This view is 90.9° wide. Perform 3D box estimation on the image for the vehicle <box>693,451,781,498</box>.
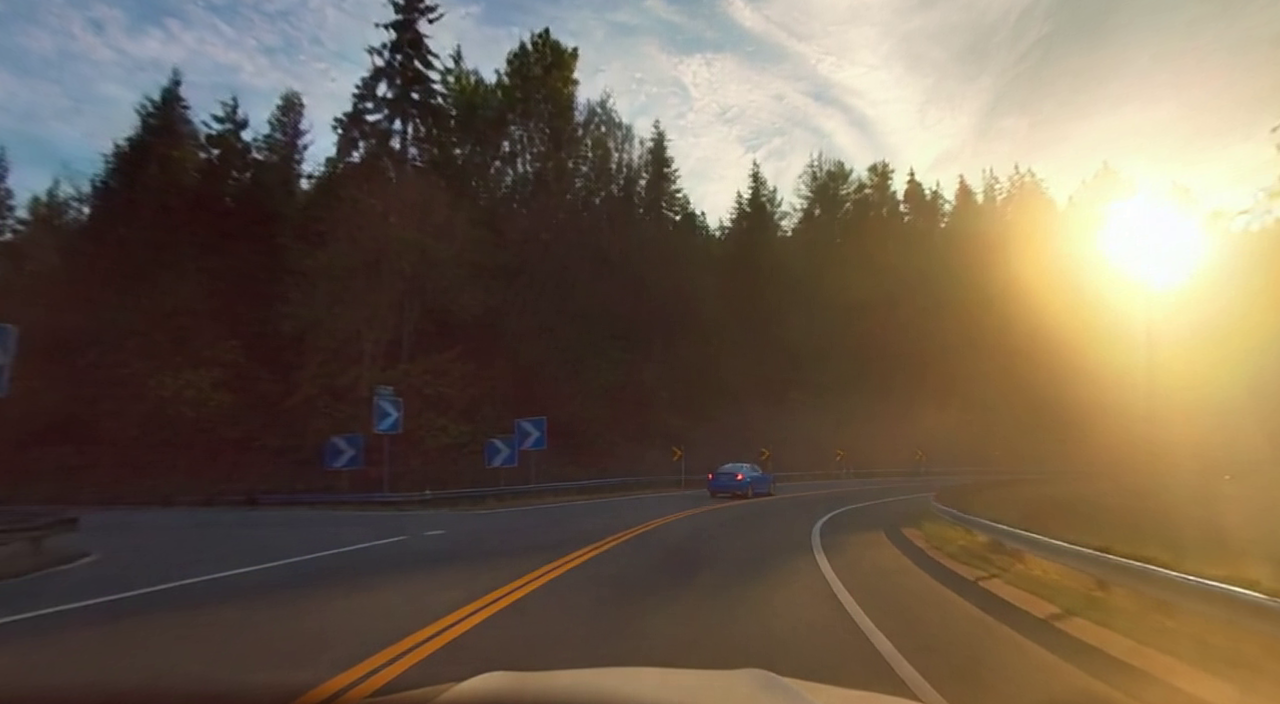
[{"bbox_3d":[4.001,4.905,25.371,1.997,1.692,4.422,-5,-12,30],"label":"vehicle"}]
